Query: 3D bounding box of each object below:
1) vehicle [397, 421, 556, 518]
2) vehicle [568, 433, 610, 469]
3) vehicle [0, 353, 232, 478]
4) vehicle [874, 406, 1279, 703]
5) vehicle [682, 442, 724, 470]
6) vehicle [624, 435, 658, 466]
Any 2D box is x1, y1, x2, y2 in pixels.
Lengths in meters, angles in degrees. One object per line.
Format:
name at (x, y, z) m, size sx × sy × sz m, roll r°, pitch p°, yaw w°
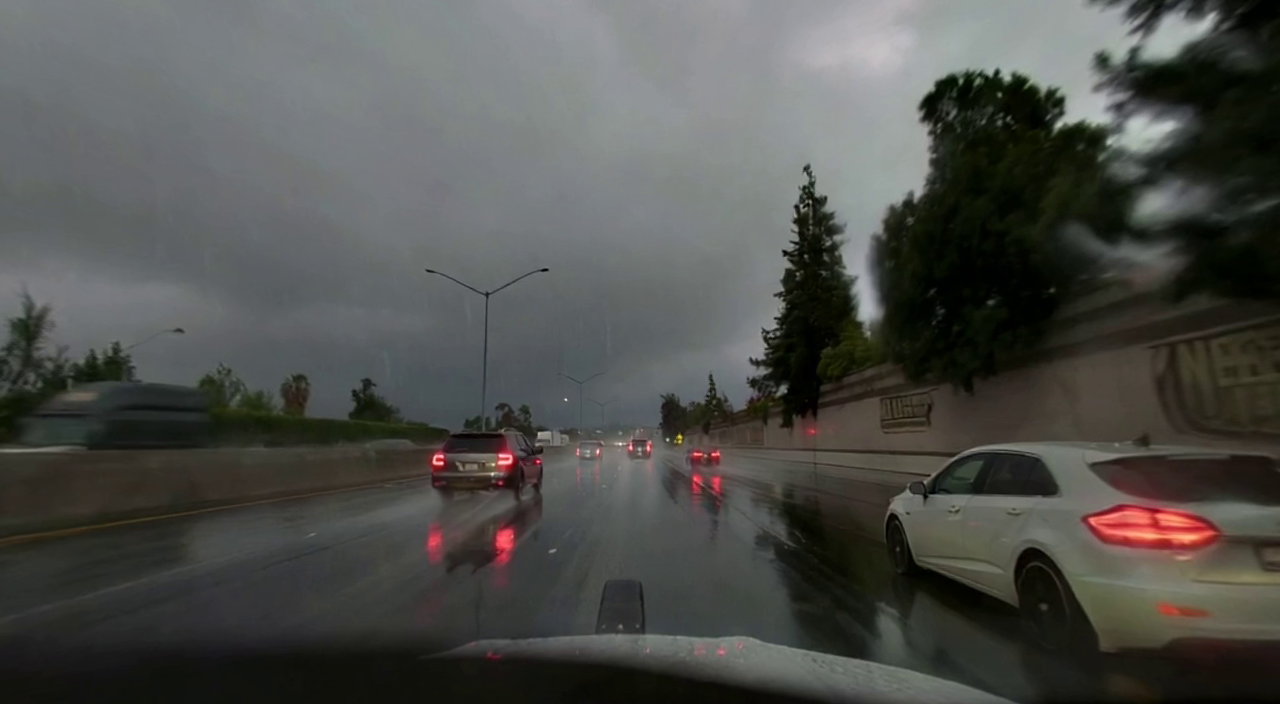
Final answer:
vehicle at (-3.487, 2.652, 14.761) m, size 2.184 × 1.819 × 5.441 m, roll 0°, pitch -9°, yaw 1°
vehicle at (-3.294, 6.521, 41.480) m, size 2.378 × 2.214 × 4.352 m, roll 0°, pitch -9°, yaw 0°
vehicle at (-17.379, 2.226, 20.587) m, size 2.874 × 3.331 × 7.515 m, roll 0°, pitch -9°, yaw 0°
vehicle at (3.598, 1.327, 4.644) m, size 1.916 × 1.566 × 4.611 m, roll 0°, pitch -9°, yaw -1°
vehicle at (4.070, 6.796, 41.311) m, size 2.224 × 1.752 × 4.487 m, roll 0°, pitch -9°, yaw -1°
vehicle at (0.050, 7.640, 49.043) m, size 2.485 × 2.215 × 5.199 m, roll 0°, pitch -9°, yaw 0°
